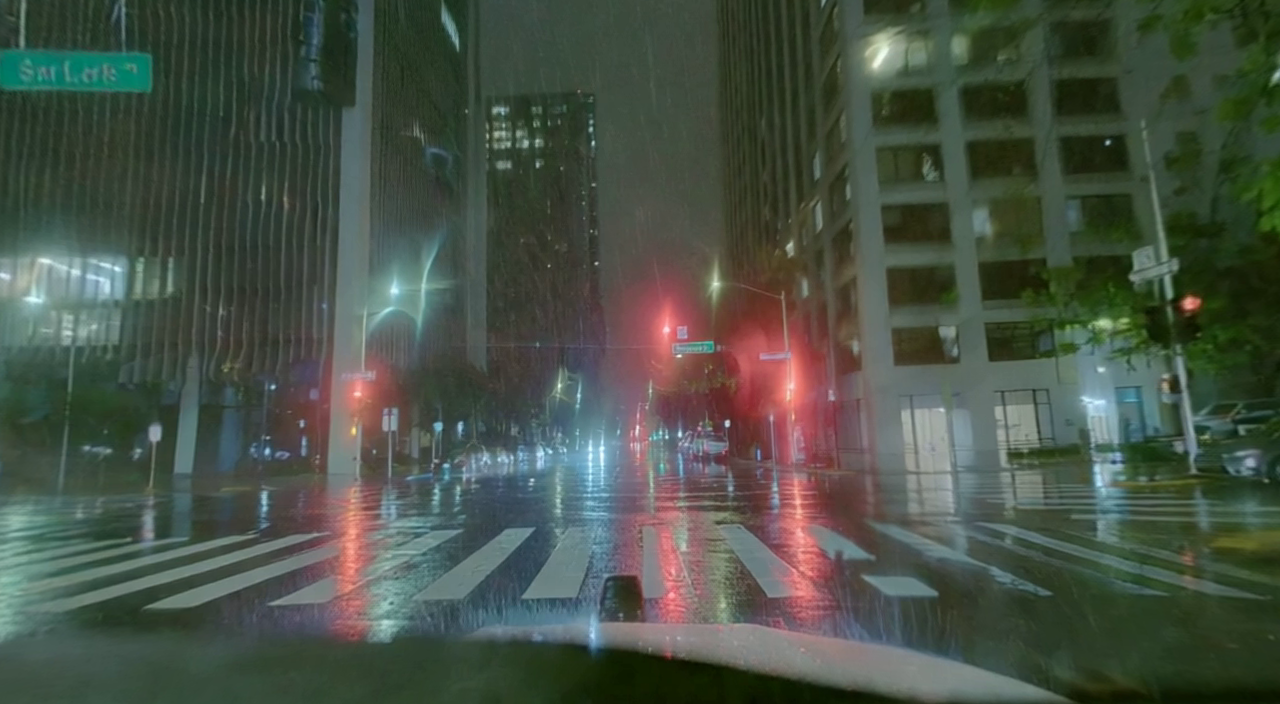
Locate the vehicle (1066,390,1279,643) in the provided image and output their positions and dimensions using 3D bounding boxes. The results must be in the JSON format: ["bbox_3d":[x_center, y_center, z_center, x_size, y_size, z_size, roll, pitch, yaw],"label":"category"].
[{"bbox_3d":[5.642,1.132,4.222,2.070,1.804,4.881,0,-8,-1],"label":"vehicle"}]

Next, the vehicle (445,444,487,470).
[{"bbox_3d":[-12.452,7.506,45.375,1.935,1.639,4.244,-3,-8,-2],"label":"vehicle"}]
